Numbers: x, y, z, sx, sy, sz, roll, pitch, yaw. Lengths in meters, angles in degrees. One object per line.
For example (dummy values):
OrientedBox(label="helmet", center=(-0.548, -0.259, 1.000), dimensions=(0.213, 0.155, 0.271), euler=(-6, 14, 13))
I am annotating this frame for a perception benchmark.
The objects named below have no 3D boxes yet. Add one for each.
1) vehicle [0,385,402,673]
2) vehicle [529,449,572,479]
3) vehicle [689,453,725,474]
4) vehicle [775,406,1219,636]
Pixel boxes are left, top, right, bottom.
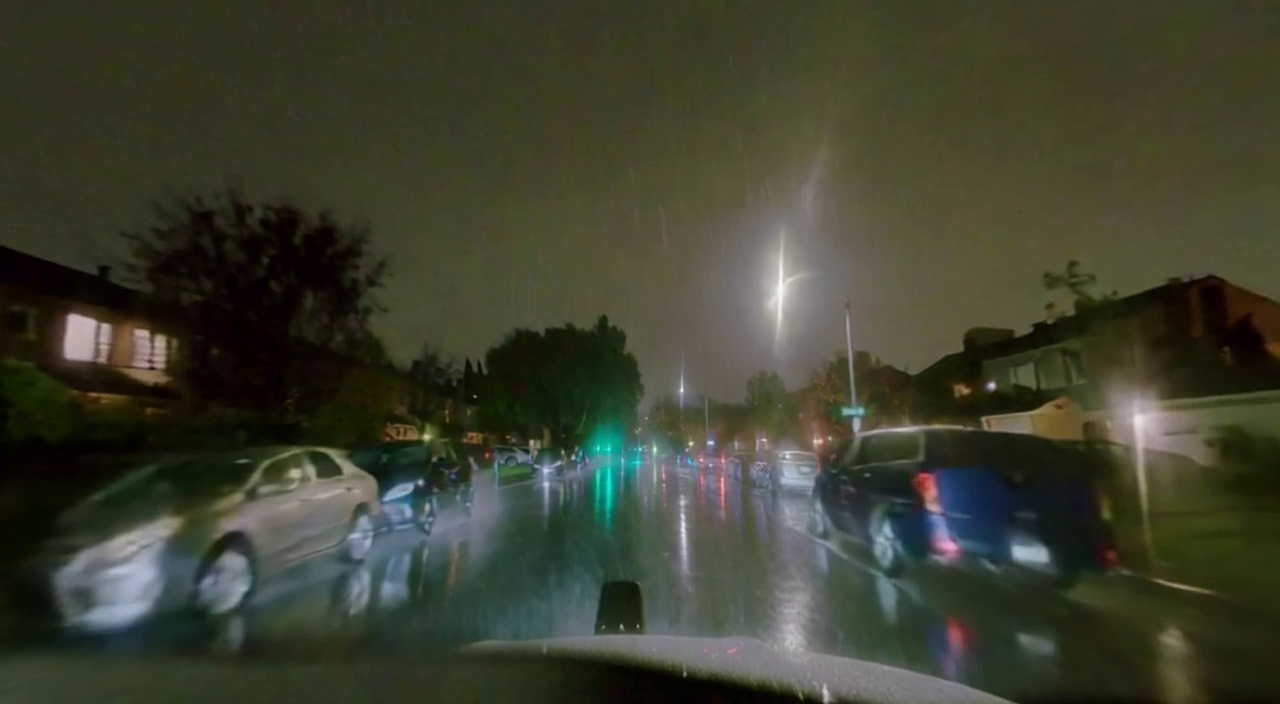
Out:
OrientedBox(label="vehicle", center=(-4.748, 1.630, 7.103), dimensions=(2.094, 1.927, 5.573), euler=(1, -9, -2))
OrientedBox(label="vehicle", center=(-4.972, 6.258, 35.507), dimensions=(1.983, 1.579, 3.879), euler=(1, -9, -2))
OrientedBox(label="vehicle", center=(4.784, 8.045, 45.648), dimensions=(1.847, 1.448, 4.162), euler=(0, -9, -3))
OrientedBox(label="vehicle", center=(3.720, 1.860, 8.395), dimensions=(2.415, 1.963, 5.688), euler=(0, -8, -2))
